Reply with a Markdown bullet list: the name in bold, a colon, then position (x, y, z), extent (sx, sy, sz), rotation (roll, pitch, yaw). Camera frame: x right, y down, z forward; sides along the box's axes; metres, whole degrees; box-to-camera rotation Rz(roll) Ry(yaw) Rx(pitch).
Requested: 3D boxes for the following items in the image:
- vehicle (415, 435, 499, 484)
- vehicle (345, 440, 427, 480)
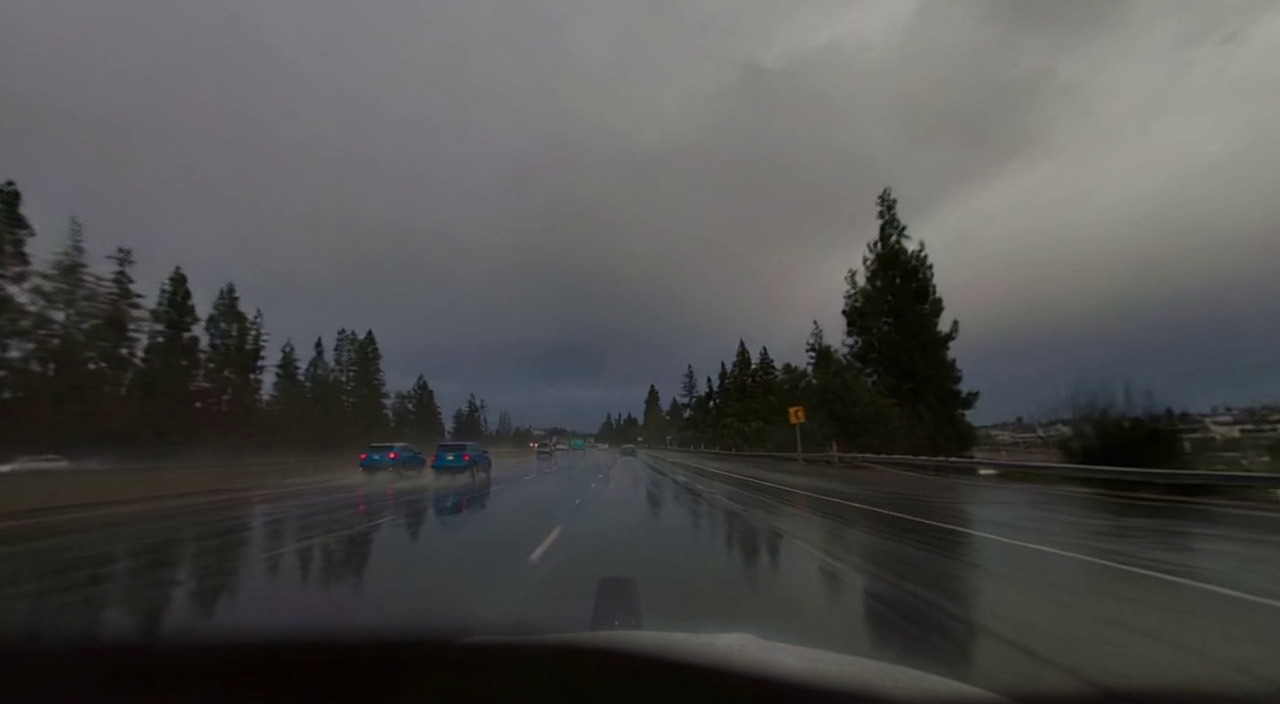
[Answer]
- **vehicle**: position (-7.316, 4.348, 25.741), extent (2.146, 1.766, 4.502), rotation (0, -9, -1)
- **vehicle**: position (-11.656, 4.976, 29.325), extent (2.016, 1.711, 4.365), rotation (0, -9, -1)
